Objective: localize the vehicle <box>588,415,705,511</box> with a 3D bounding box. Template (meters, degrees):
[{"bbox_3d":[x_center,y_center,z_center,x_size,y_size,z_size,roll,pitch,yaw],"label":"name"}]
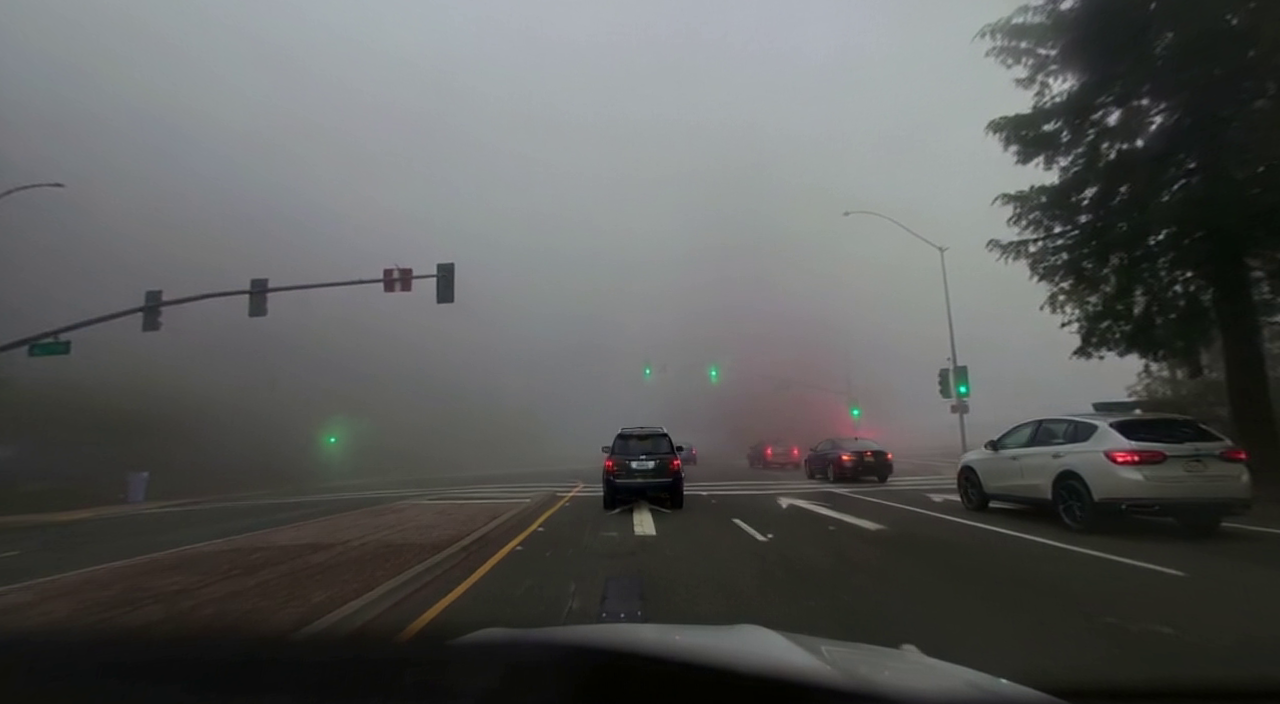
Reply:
[{"bbox_3d":[0.088,2.545,14.839,2.353,1.894,4.122,0,-9,-1],"label":"vehicle"}]

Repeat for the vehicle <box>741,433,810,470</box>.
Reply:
[{"bbox_3d":[7.011,5.232,33.270,2.440,1.775,4.791,0,-9,-2],"label":"vehicle"}]

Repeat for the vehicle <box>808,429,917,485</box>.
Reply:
[{"bbox_3d":[7.197,3.444,20.965,2.025,1.642,4.189,0,-9,0],"label":"vehicle"}]

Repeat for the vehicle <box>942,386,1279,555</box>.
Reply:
[{"bbox_3d":[7.124,1.712,9.757,2.251,1.873,5.346,0,-9,0],"label":"vehicle"}]
